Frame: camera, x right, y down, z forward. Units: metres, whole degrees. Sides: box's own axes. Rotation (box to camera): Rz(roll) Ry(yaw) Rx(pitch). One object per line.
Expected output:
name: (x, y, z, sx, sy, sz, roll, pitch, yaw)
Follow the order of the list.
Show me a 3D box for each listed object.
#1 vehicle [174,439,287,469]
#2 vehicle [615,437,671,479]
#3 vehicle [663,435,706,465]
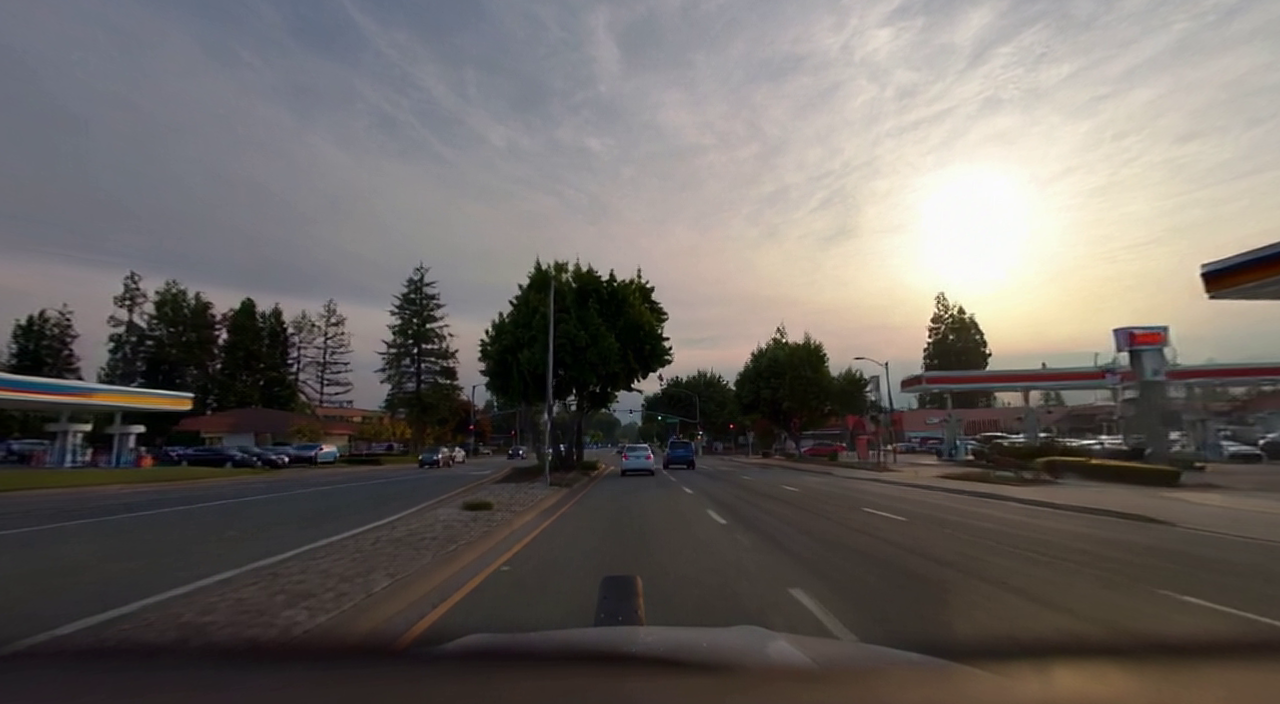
vehicle: (-27.089, 6.801, 41.979, 6.027, 1.805, 2.010, 3, -11, -26)
vehicle: (0.107, 4.343, 26.127, 2.145, 1.572, 4.021, 1, -8, -1)
vehicle: (3.203, 7.280, 46.988, 2.731, 2.101, 6.047, 1, -8, -1)
